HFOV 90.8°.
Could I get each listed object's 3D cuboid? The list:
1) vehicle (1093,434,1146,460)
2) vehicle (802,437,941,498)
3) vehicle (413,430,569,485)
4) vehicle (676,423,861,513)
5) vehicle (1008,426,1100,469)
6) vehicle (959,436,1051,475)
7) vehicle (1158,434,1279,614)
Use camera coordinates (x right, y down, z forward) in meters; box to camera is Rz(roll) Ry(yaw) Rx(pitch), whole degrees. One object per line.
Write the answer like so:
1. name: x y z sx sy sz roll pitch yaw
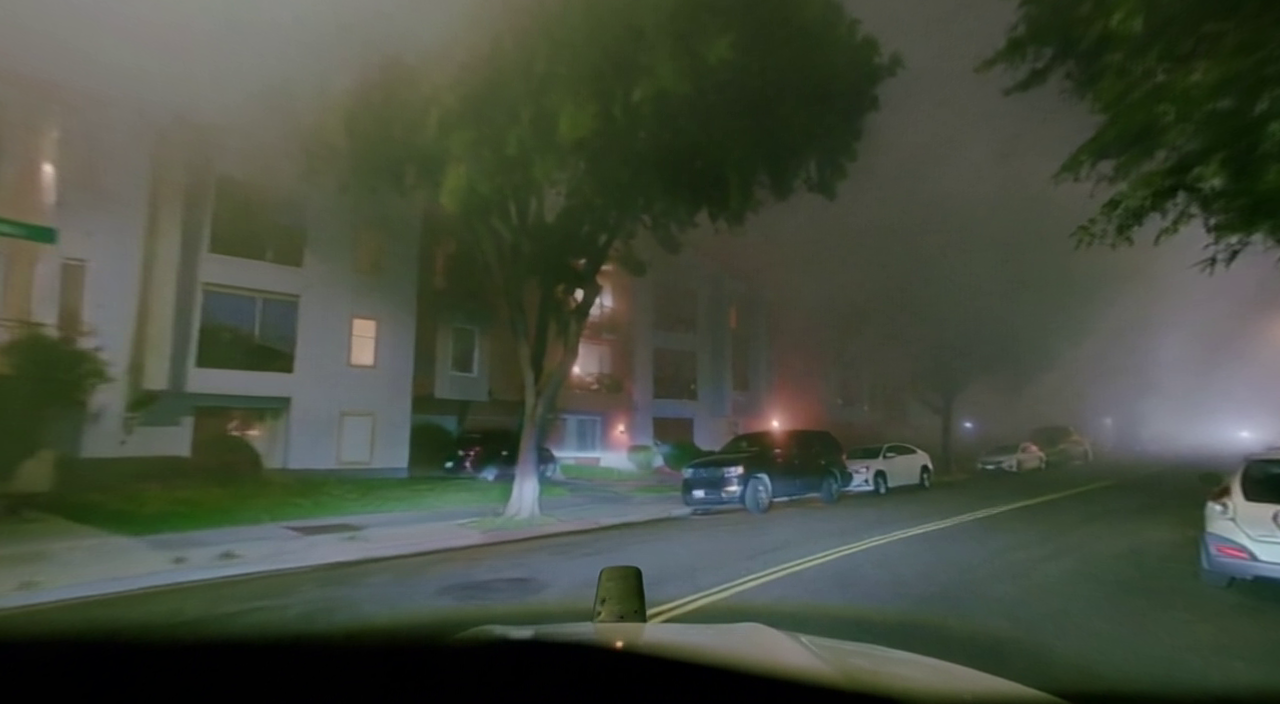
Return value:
1. vehicle: 30.532 6.021 40.181 1.939 1.513 4.401 -8 -12 44
2. vehicle: 6.781 3.228 18.201 1.902 1.478 4.696 -9 -11 44
3. vehicle: -4.402 3.194 19.489 1.812 1.458 4.714 -5 -10 32
4. vehicle: 3.128 2.629 14.825 4.584 1.744 1.946 8 -12 -44
5. vehicle: 20.067 4.583 30.479 5.791 1.869 2.229 6 -12 -43
6. vehicle: 15.233 4.277 26.287 4.313 1.463 1.921 7 -11 -41
7. vehicle: 7.050 1.575 6.428 4.634 1.424 1.966 8 -11 -42
